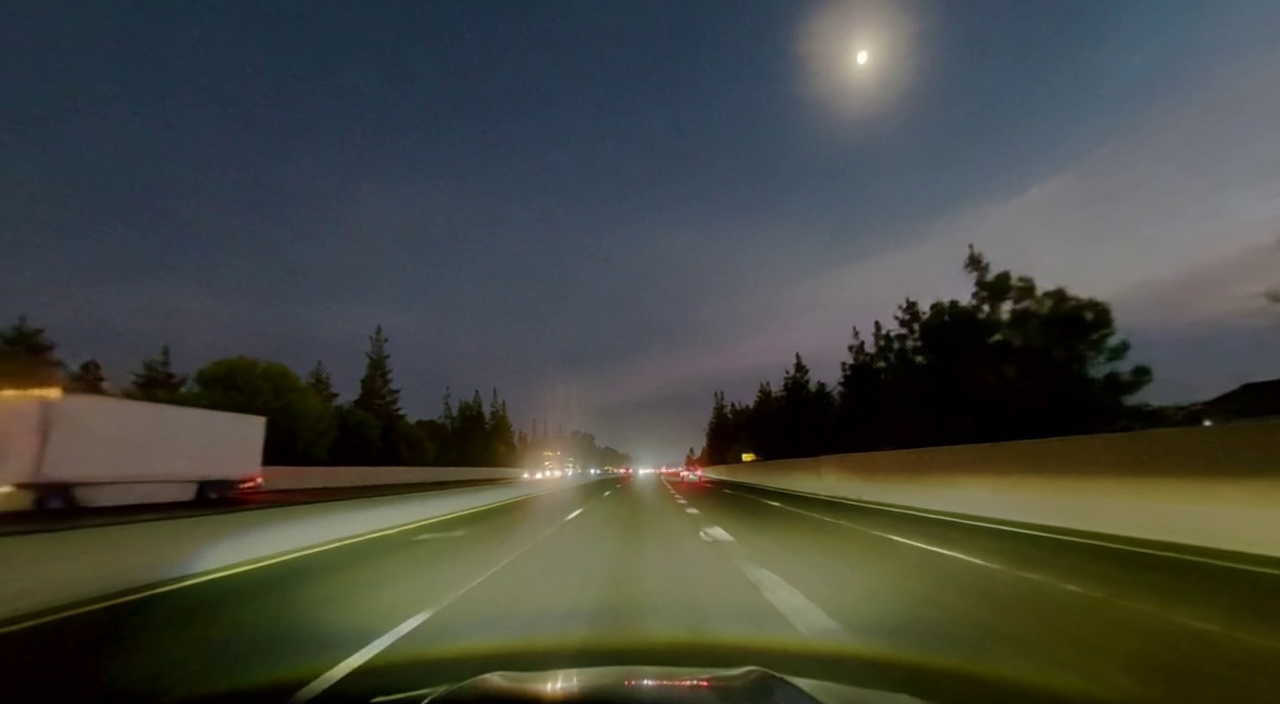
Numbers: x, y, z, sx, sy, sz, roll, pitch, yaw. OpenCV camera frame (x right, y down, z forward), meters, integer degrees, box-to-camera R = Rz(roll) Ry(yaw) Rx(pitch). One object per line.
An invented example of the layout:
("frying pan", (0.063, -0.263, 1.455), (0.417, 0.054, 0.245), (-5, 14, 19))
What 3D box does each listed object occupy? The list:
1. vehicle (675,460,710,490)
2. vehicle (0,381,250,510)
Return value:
("vehicle", (3.651, 8.647, 44.526), (2.093, 1.933, 4.623), (1, -10, 0))
("vehicle", (-21.929, 3.976, 25.607), (2.901, 4.051, 14.203), (1, -10, 1))
